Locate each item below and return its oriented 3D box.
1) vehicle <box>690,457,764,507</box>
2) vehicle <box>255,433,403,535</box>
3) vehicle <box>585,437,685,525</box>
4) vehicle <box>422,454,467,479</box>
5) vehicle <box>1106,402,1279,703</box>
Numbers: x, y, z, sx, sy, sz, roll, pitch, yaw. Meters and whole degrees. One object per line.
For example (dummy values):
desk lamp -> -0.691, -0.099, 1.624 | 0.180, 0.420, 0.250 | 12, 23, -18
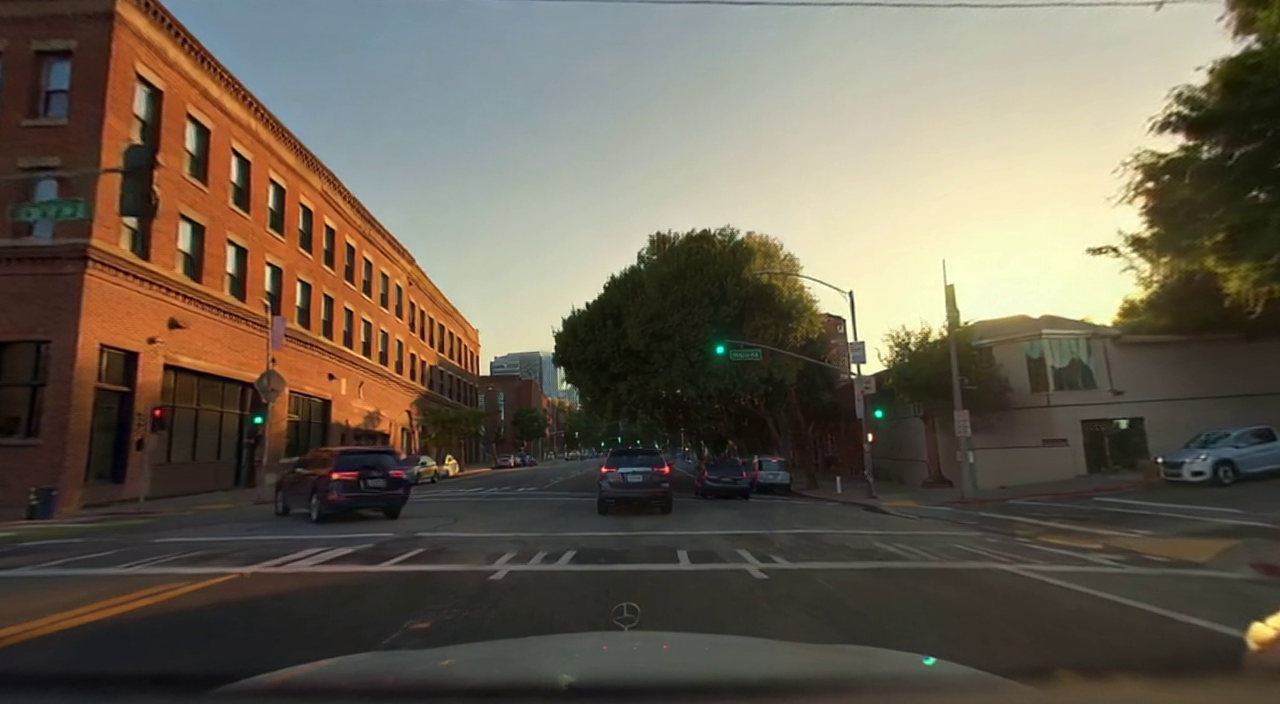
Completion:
vehicle -> 2.840, 4.337, 21.534 | 1.852, 1.462, 4.155 | 0, -9, -1
vehicle -> -6.856, 2.733, 13.701 | 1.855, 1.812, 4.244 | 7, -11, -39
vehicle -> -0.166, 3.090, 15.742 | 2.105, 1.842, 4.537 | 0, -9, -2
vehicle -> -14.332, 8.414, 46.636 | 1.891, 1.659, 4.360 | 0, -9, 0
vehicle -> 3.229, 0.681, 0.567 | 2.026, 1.499, 4.662 | 0, -9, 0
